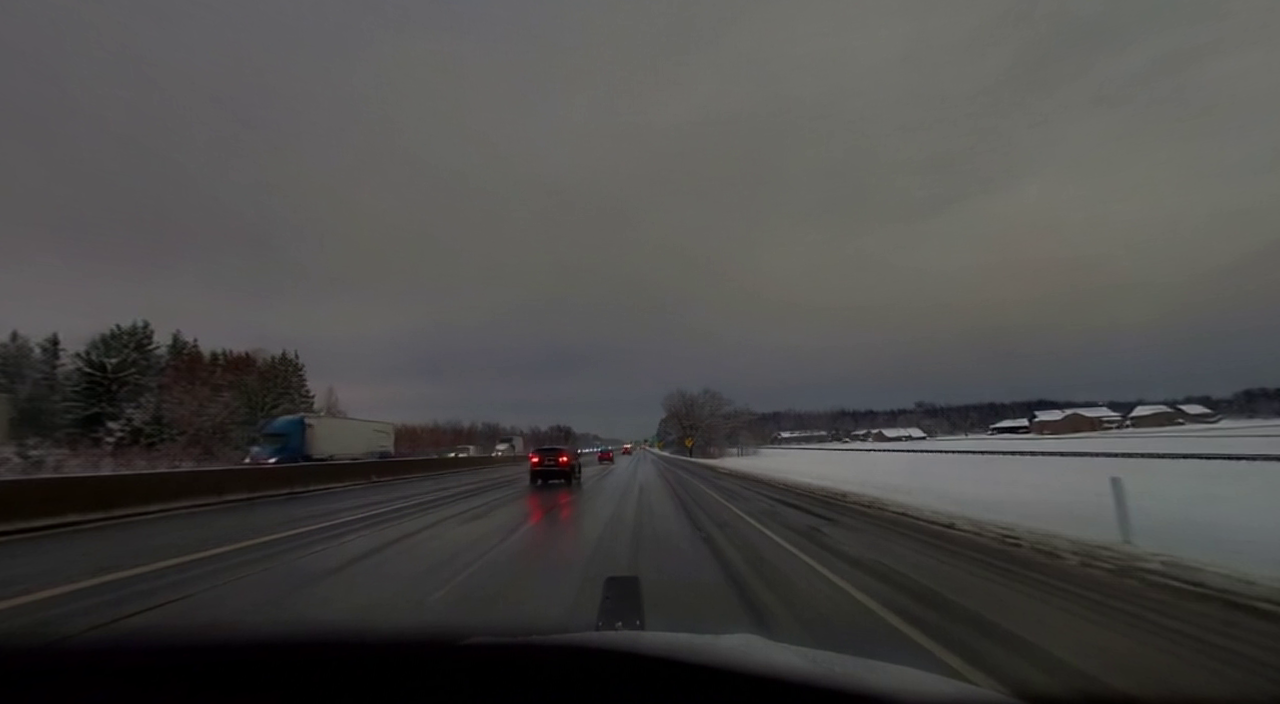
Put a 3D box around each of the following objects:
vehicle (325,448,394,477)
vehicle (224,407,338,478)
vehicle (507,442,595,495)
[{"bbox_3d":[-15.572,6.107,35.231,1.904,1.501,4.158,0,-9,0],"label":"vehicle"},{"bbox_3d":[-22.945,5.895,40.867,3.289,4.194,6.586,0,-9,0],"label":"vehicle"},{"bbox_3d":[-2.718,3.689,20.309,2.110,1.500,4.259,0,-9,2],"label":"vehicle"}]
